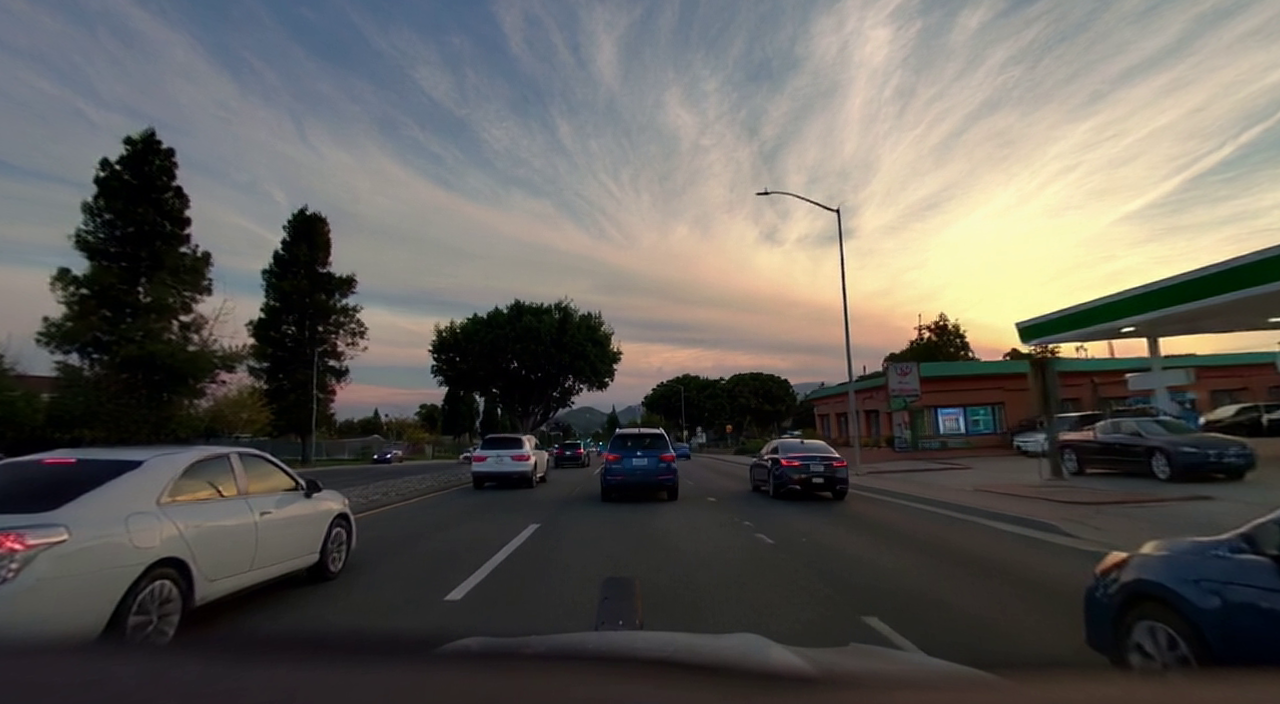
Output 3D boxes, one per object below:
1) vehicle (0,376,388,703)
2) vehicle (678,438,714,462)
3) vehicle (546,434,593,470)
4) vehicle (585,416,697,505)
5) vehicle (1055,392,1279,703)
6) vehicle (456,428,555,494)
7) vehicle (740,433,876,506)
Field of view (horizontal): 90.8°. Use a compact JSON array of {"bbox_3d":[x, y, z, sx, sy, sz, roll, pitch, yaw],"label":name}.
[{"bbox_3d":[-3.594,1.175,4.588,1.864,1.574,4.031,0,-8,0],"label":"vehicle"},{"bbox_3d":[3.688,6.501,41.960,1.926,1.522,3.852,0,-8,-2],"label":"vehicle"},{"bbox_3d":[-3.550,5.112,32.423,1.871,1.673,3.920,0,-8,1],"label":"vehicle"},{"bbox_3d":[0.011,2.524,15.086,2.279,1.803,4.254,0,-8,0],"label":"vehicle"},{"bbox_3d":[3.390,0.749,1.309,1.976,1.492,4.436,0,-8,-1],"label":"vehicle"},{"bbox_3d":[-3.768,3.122,18.432,1.932,1.695,4.150,0,-8,0],"label":"vehicle"},{"bbox_3d":[3.785,2.728,15.146,1.888,1.456,4.589,0,-8,-1],"label":"vehicle"}]
